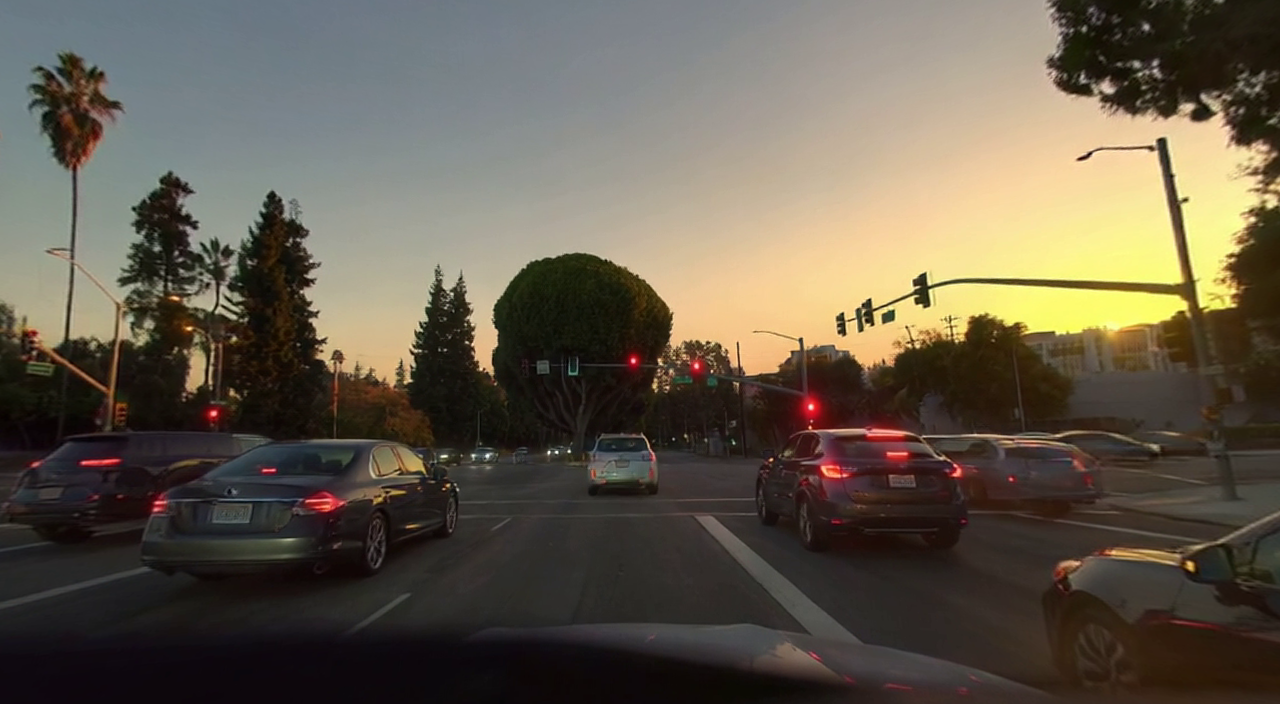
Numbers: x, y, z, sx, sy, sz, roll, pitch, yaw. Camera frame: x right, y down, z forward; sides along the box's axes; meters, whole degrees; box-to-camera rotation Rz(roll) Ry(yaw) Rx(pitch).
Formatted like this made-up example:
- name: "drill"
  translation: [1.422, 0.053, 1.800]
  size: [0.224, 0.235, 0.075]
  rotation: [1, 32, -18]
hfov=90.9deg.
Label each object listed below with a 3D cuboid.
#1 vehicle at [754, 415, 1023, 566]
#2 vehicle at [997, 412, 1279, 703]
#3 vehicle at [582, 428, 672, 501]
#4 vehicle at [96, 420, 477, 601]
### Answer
- name: "vehicle"
  translation: [3.265, 1.910, 9.523]
  size: [2.097, 1.707, 4.461]
  rotation: [0, -8, -2]
- name: "vehicle"
  translation: [3.217, 0.867, 1.677]
  size: [1.960, 1.460, 4.233]
  rotation: [0, -8, -1]
- name: "vehicle"
  translation: [-0.319, 3.063, 17.542]
  size: [2.215, 1.749, 3.976]
  rotation: [0, -8, 0]
- name: "vehicle"
  translation: [-3.524, 1.648, 7.507]
  size: [1.941, 1.492, 4.399]
  rotation: [0, -8, 1]
